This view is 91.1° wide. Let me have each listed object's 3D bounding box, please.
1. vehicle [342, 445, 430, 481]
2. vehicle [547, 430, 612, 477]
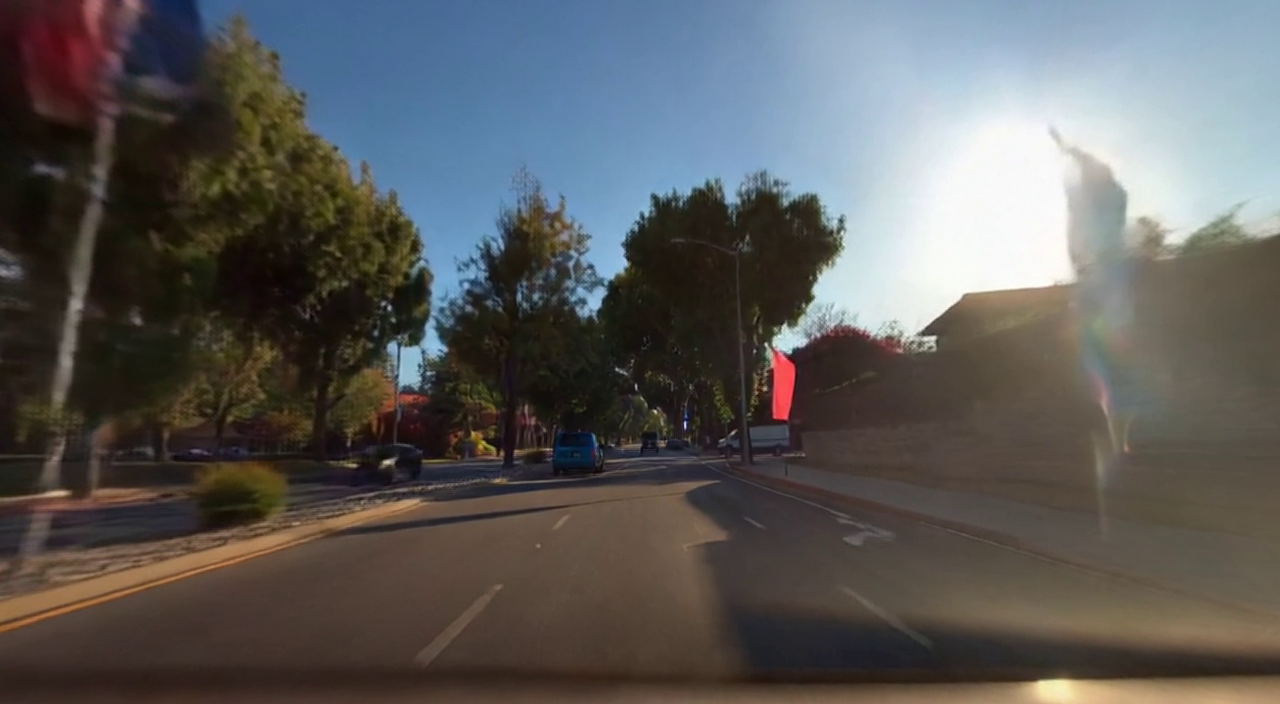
[{"bbox_3d":[-11.459,5.017,28.699,1.951,1.490,4.581,0,-8,2],"label":"vehicle"},{"bbox_3d":[-2.544,4.448,27.781,2.281,1.837,4.845,0,-8,2],"label":"vehicle"}]
